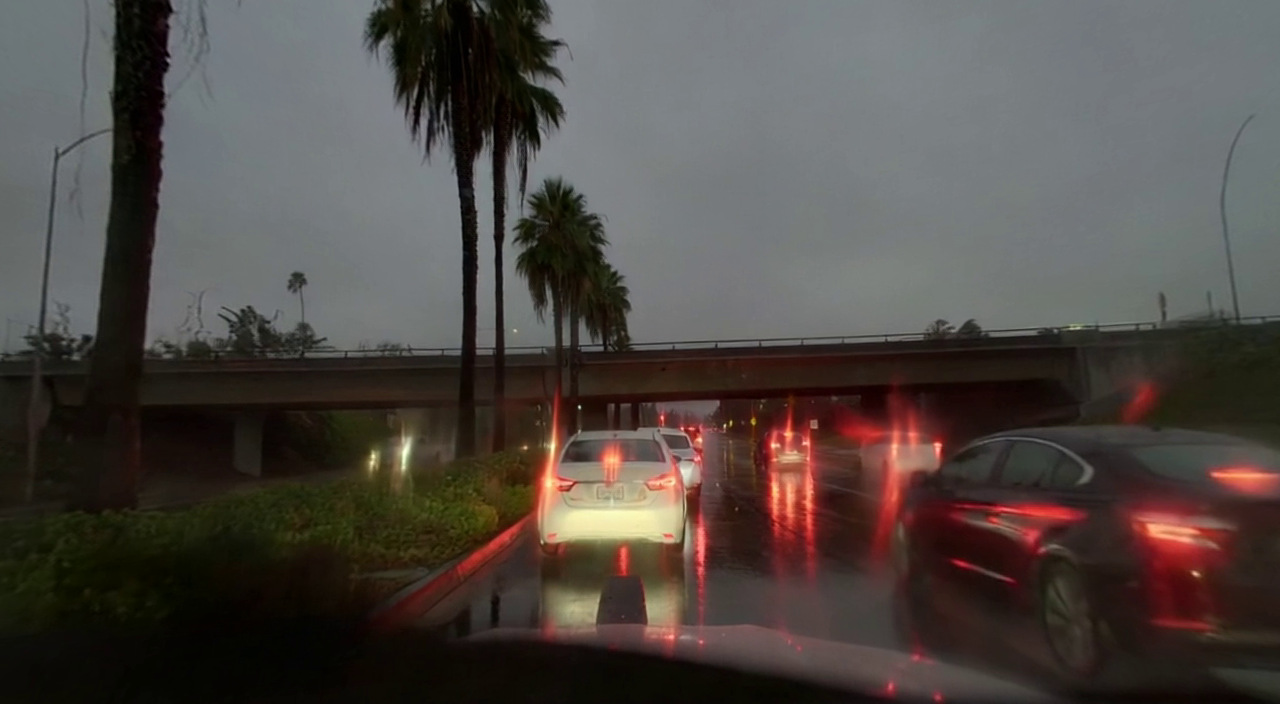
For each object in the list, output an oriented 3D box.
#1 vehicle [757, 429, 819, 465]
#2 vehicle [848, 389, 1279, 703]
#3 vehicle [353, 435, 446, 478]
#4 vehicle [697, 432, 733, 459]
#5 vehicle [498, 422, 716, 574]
[{"bbox_3d":[8.047,5.247,34.670,2.242,1.817,4.837,0,-8,0],"label":"vehicle"},{"bbox_3d":[3.422,1.261,4.902,2.034,1.517,4.840,0,-8,1],"label":"vehicle"},{"bbox_3d":[-12.085,5.262,32.041,2.386,1.943,5.700,-1,-8,1],"label":"vehicle"},{"bbox_3d":[5.050,6.384,42.895,1.947,1.716,4.110,0,-8,0],"label":"vehicle"},{"bbox_3d":[-0.270,1.758,8.347,2.172,1.506,4.018,0,-8,2],"label":"vehicle"}]
